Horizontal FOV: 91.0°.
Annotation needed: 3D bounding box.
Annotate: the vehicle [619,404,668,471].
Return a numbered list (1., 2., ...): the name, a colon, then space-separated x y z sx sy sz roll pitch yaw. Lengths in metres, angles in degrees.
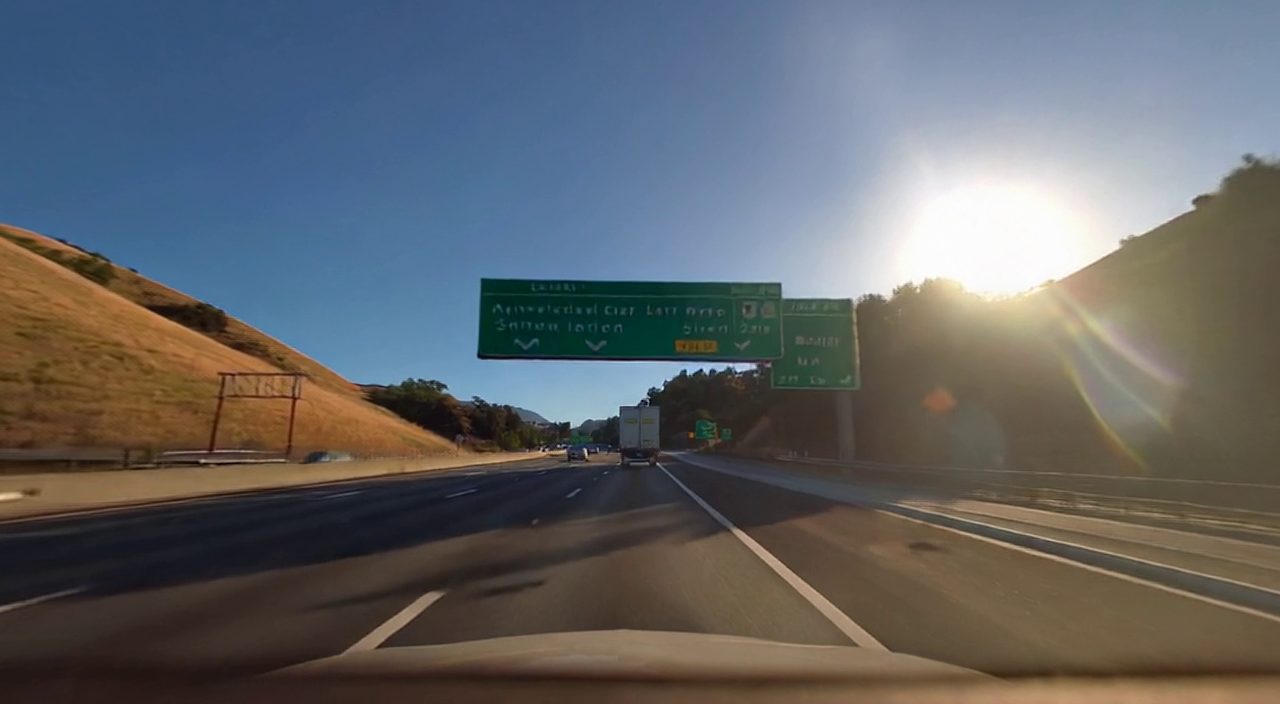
1. vehicle: 0.324 6.195 45.183 3.039 4.131 11.822 -1 -9 1
